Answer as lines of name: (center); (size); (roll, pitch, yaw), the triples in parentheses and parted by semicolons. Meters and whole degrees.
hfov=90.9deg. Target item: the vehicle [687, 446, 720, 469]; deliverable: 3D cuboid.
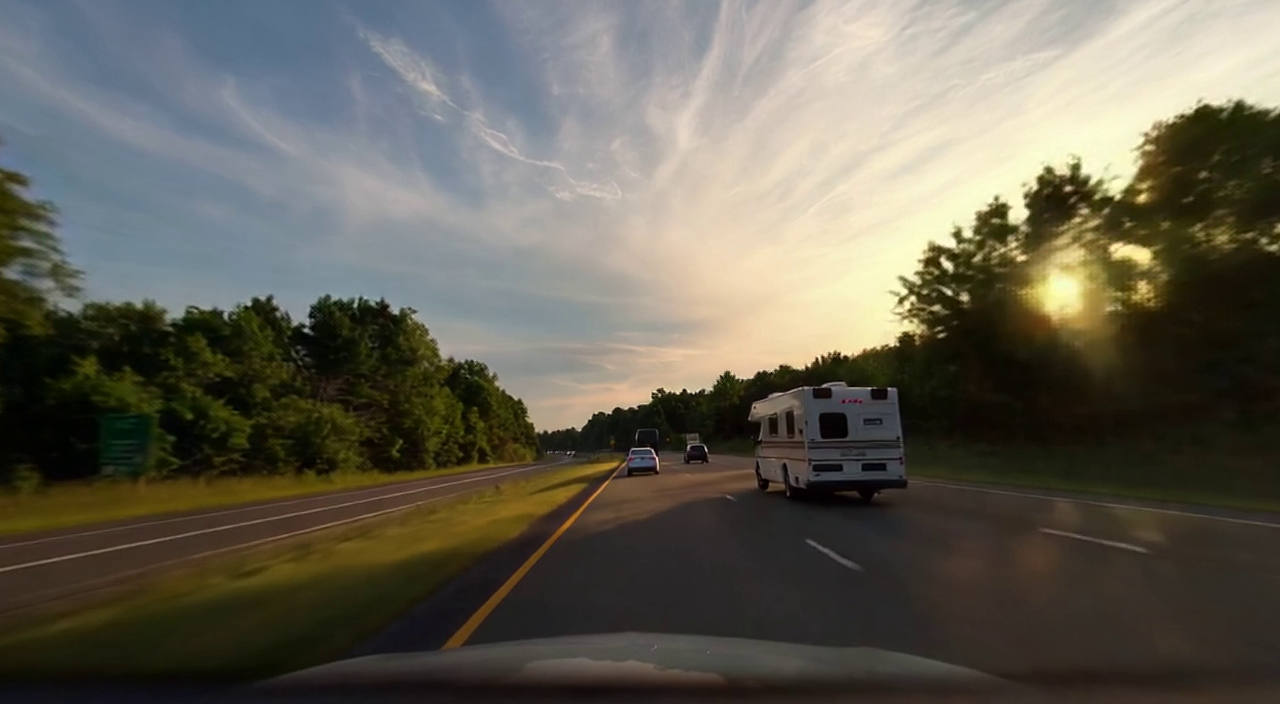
vehicle: (4.193, 7.061, 42.118); (1.757, 1.459, 3.398); (0, -9, -1)

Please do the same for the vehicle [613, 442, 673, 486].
vehicle: (0.069, 4.314, 24.534); (2.120, 1.575, 4.018); (0, -9, -1)

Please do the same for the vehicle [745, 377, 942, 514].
vehicle: (4.806, 2.487, 16.662); (2.745, 2.832, 7.035); (0, -9, -1)
